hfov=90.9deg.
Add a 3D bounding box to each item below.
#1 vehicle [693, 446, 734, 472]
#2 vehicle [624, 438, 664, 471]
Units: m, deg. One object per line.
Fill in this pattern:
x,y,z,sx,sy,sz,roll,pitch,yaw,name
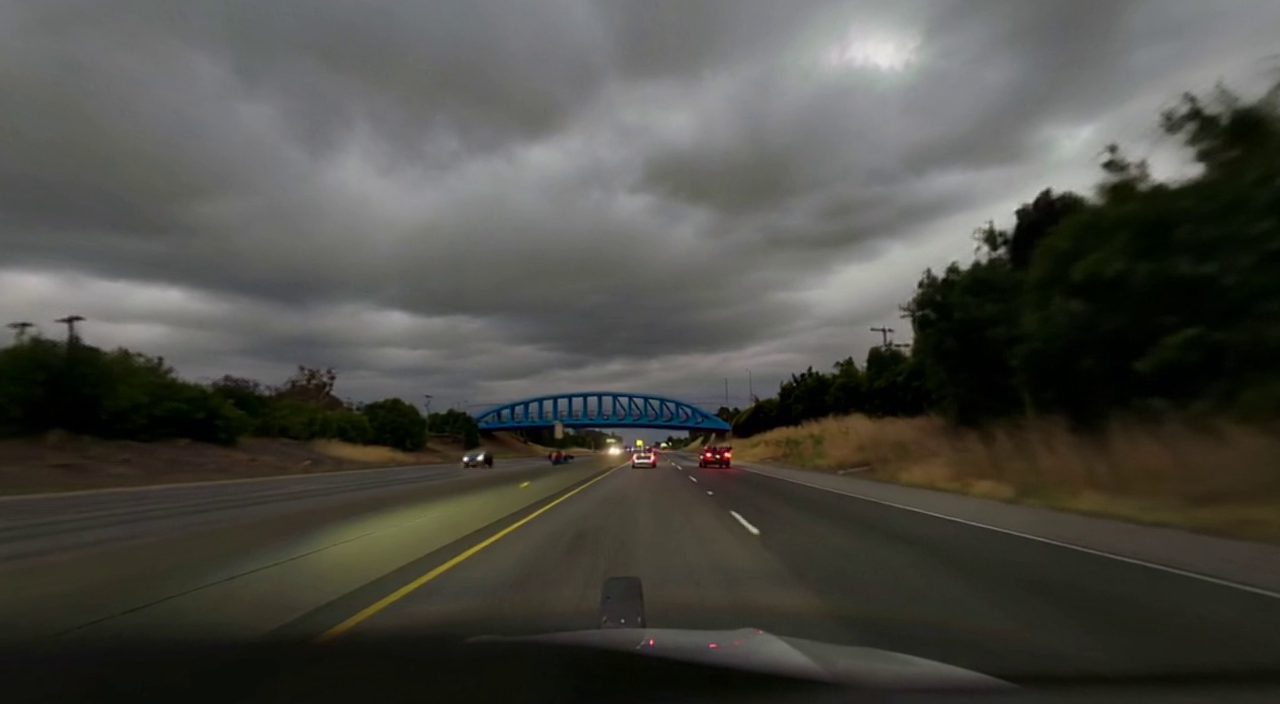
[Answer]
4.572,6.746,39.967,1.988,1.505,4.958,0,-9,0,vehicle
0.306,6.490,39.984,2.369,1.948,5.343,0,-9,2,vehicle
